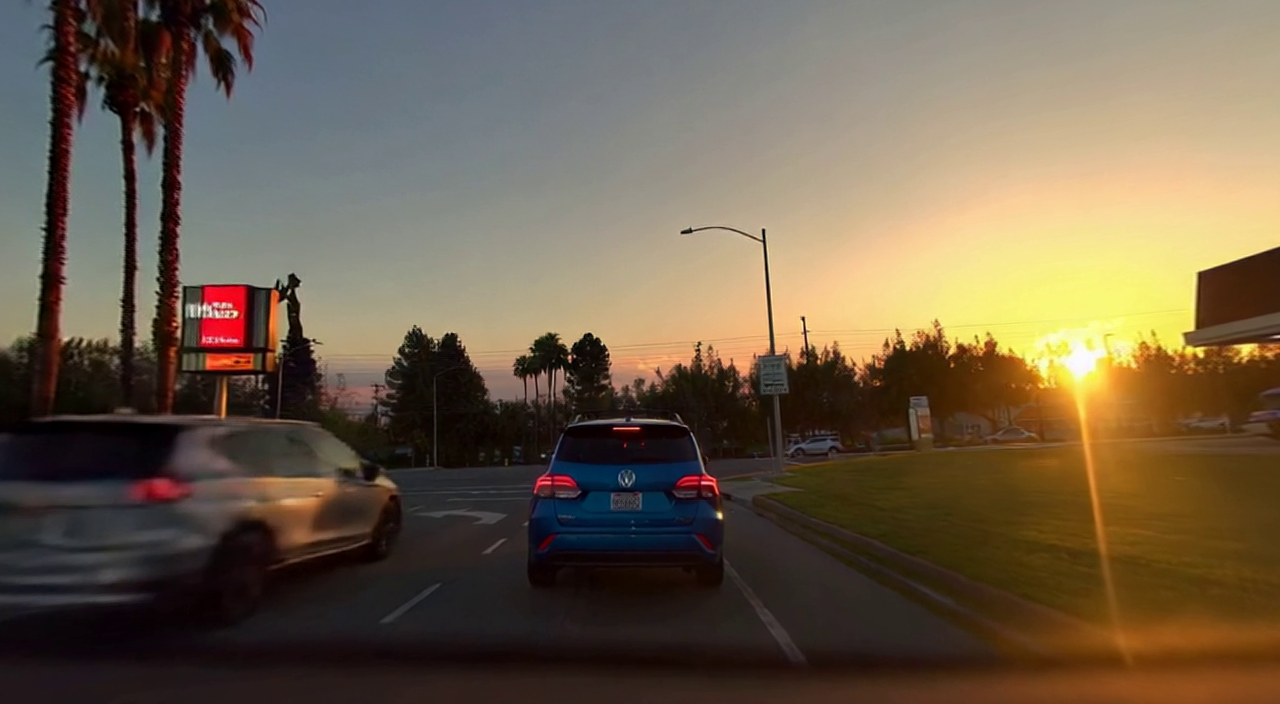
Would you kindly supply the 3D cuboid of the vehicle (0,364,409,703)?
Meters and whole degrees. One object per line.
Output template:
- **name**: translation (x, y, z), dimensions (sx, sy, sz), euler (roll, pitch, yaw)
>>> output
- **vehicle**: translation (-3.962, 1.284, 5.485), dimensions (2.181, 1.771, 4.567), euler (0, -9, 0)

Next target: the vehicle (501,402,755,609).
- **vehicle**: translation (-0.144, 1.594, 7.378), dimensions (2.137, 1.728, 3.926), euler (0, -9, -1)
